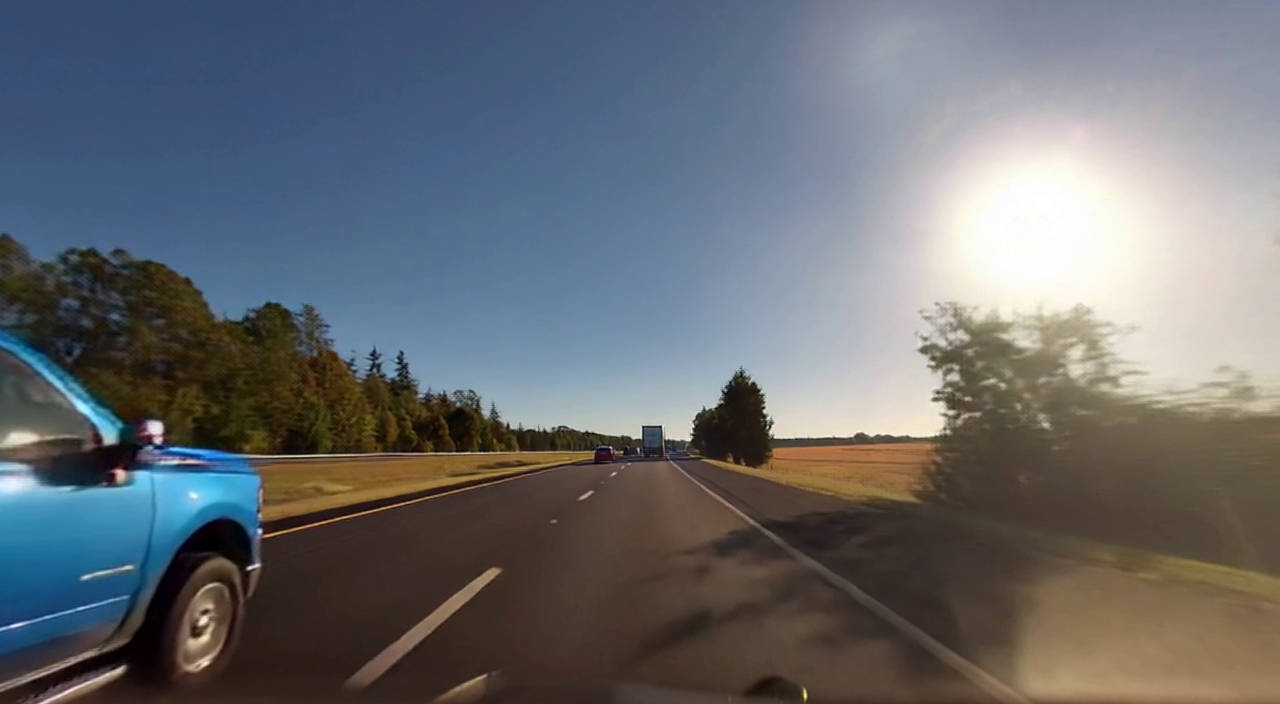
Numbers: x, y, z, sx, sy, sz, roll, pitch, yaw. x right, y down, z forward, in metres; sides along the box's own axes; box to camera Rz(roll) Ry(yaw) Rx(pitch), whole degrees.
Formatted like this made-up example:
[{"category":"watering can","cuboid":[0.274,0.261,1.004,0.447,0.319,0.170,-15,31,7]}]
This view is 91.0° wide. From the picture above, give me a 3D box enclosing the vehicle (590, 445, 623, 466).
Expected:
[{"category":"vehicle","cuboid":[-2.540,8.039,48.927,2.199,1.555,4.451,0,-9,2]}]
